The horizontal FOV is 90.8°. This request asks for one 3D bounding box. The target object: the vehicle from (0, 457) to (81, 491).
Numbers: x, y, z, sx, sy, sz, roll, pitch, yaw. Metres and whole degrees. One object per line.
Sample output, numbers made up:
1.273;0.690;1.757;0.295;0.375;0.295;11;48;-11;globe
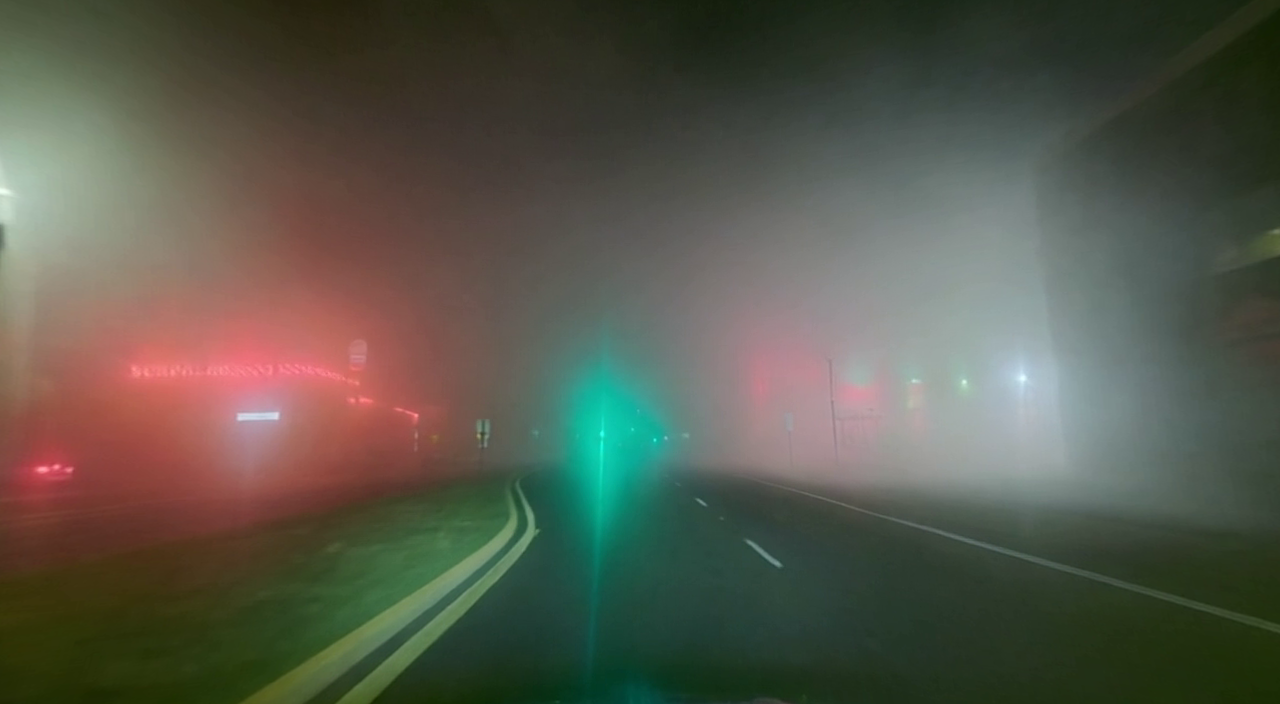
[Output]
-31.900;6.249;32.544;4.486;1.614;1.950;-1;-9;5;vehicle
